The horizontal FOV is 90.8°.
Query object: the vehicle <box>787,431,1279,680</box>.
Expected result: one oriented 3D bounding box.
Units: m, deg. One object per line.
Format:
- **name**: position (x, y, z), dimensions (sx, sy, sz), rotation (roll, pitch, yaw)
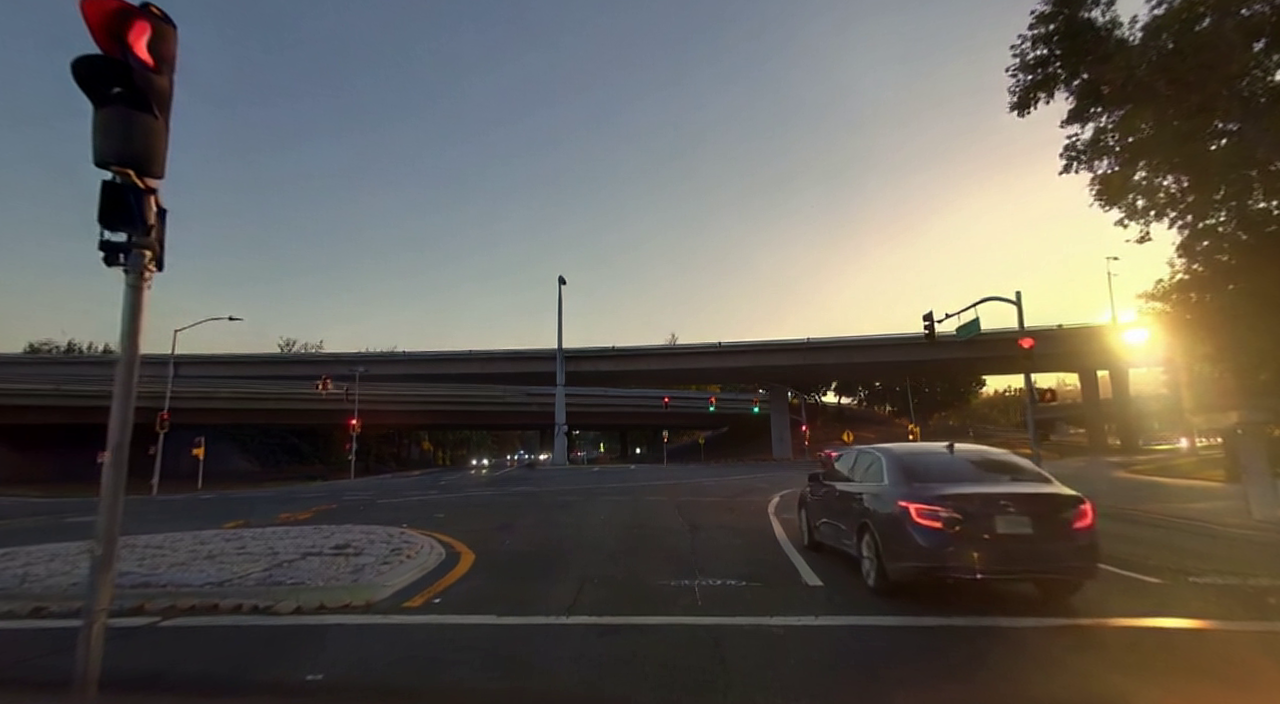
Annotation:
- **vehicle**: position (2.905, 1.533, 6.008), dimensions (1.909, 1.425, 4.521), rotation (0, -9, 0)
